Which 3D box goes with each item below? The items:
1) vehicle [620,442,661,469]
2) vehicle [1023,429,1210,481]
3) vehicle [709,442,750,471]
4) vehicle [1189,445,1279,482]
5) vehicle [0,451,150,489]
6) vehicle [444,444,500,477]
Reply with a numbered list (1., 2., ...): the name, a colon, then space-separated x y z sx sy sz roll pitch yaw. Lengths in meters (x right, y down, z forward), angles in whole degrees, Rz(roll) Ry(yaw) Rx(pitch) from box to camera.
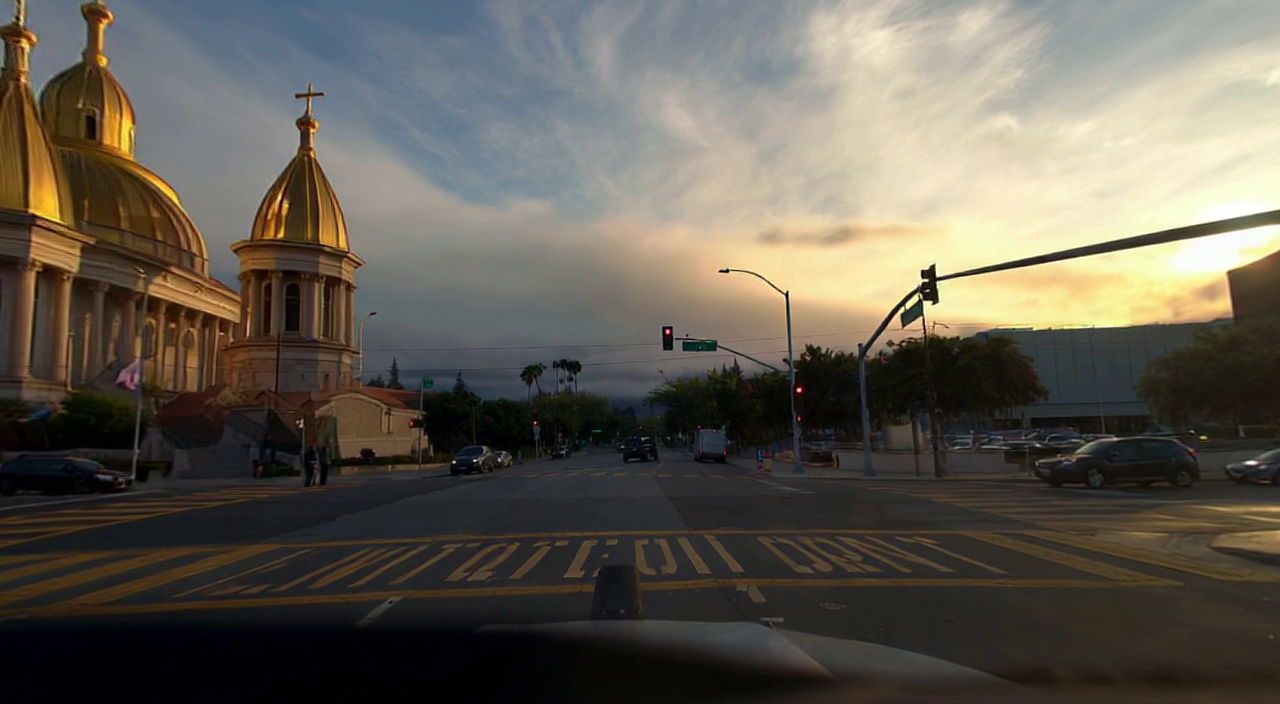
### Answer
1. vehicle: 0.085 6.992 42.976 2.051 1.724 4.567 -1 -9 9
2. vehicle: 19.865 4.305 26.579 5.852 2.057 2.361 0 -8 0
3. vehicle: 5.826 6.859 41.508 1.969 1.776 4.329 0 -8 -2
4. vehicle: 26.378 4.680 26.679 4.561 1.475 1.850 0 -8 0
5. vehicle: -23.363 4.867 26.219 4.479 1.476 1.873 0 -8 1
6. vehicle: -10.237 6.614 38.950 2.076 1.876 4.669 0 -8 1
